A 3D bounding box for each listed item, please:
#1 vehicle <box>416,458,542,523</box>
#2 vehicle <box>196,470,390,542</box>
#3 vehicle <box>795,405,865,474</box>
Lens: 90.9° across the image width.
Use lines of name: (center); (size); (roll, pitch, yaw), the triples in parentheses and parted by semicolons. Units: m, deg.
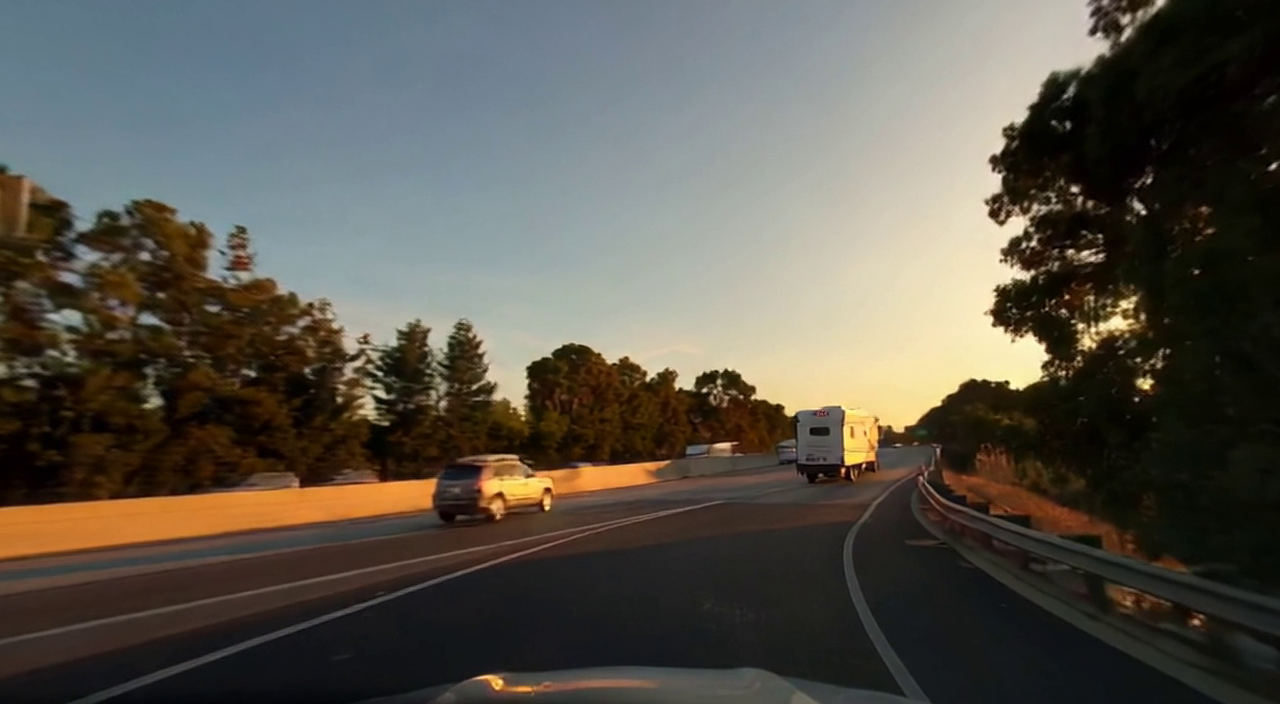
vehicle: (-4.415, 3.780, 17.649); (1.778, 1.560, 3.030); (-5, -10, 28)
vehicle: (-9.129, 4.017, 16.995); (1.872, 1.536, 4.134); (-5, -10, 28)
vehicle: (13.643, 6.283, 44.692); (3.123, 4.328, 9.076); (-5, -10, 26)
